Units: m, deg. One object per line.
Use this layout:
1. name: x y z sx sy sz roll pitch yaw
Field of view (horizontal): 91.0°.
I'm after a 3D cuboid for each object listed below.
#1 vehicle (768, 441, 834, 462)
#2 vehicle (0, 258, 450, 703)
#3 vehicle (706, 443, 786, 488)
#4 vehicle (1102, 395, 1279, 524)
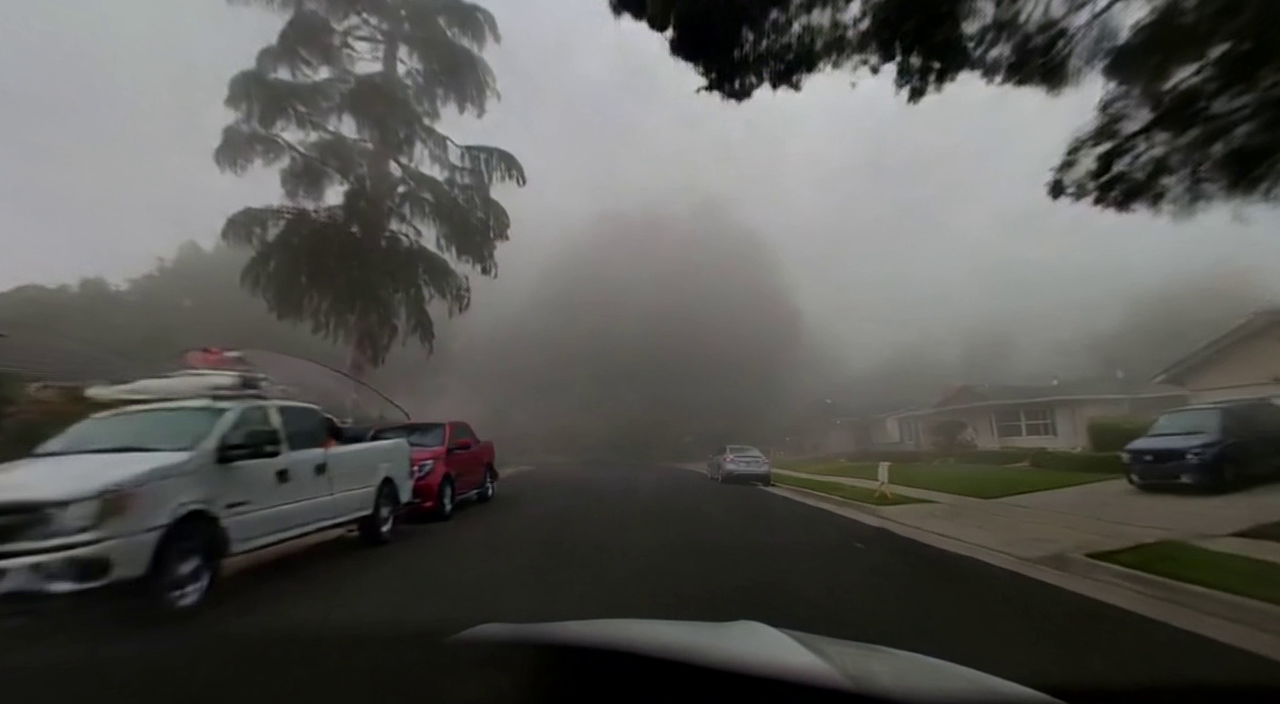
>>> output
1. vehicle: 11.647 7.216 45.651 4.252 1.429 1.907 3 -9 -20
2. vehicle: -4.283 1.100 6.151 2.632 2.249 6.179 0 -9 3
3. vehicle: 3.827 4.202 23.654 1.998 1.489 4.722 1 -9 -3
4. vehicle: 10.776 1.982 11.689 3.470 2.123 1.584 3 -9 -15
